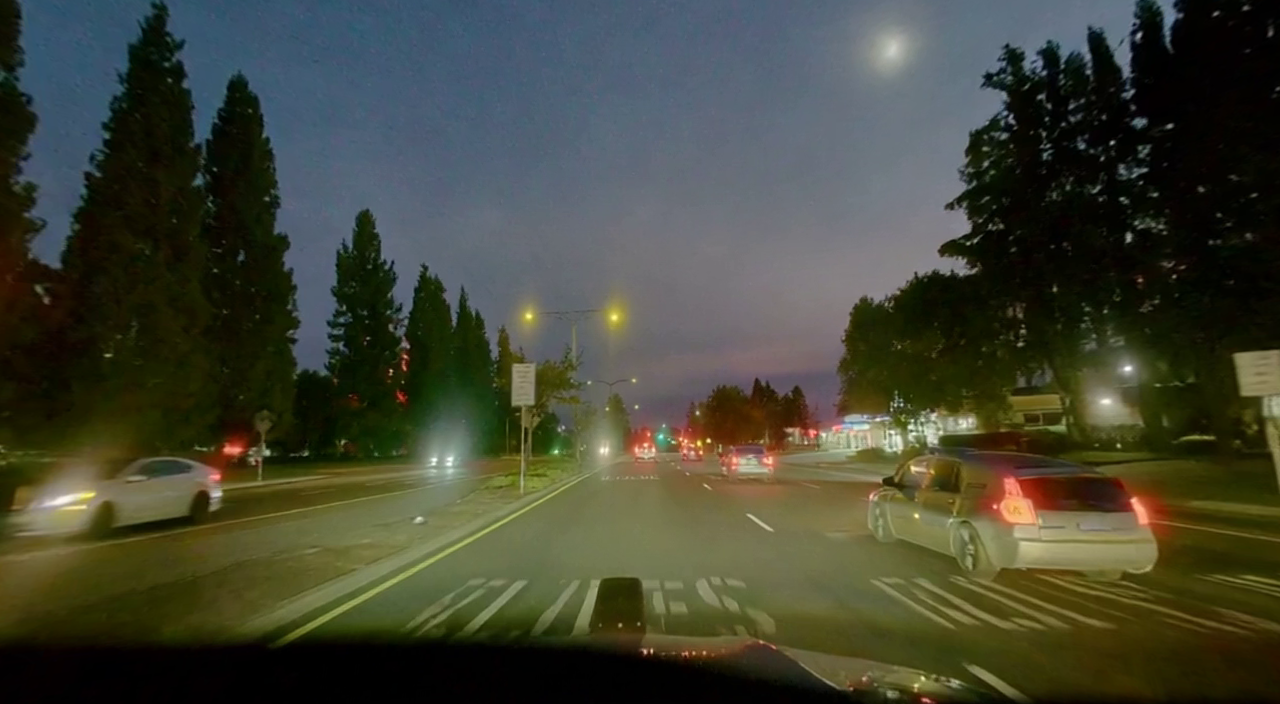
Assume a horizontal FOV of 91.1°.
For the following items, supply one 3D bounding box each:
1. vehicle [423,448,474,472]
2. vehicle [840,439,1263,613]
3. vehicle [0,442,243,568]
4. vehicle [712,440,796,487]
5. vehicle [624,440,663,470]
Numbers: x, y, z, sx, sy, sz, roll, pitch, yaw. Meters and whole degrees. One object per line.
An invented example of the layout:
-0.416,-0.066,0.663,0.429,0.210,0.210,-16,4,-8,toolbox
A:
-12.994,7.327,42.886,1.937,1.501,4.520,0,-8,1,vehicle
4.116,1.768,7.492,1.944,1.404,4.597,0,-9,0,vehicle
-8.624,2.156,9.688,1.996,1.496,4.508,0,-8,1,vehicle
3.968,3.962,22.752,2.119,1.509,4.756,0,-9,0,vehicle
0.244,6.092,37.330,2.172,1.694,4.055,0,-8,2,vehicle
